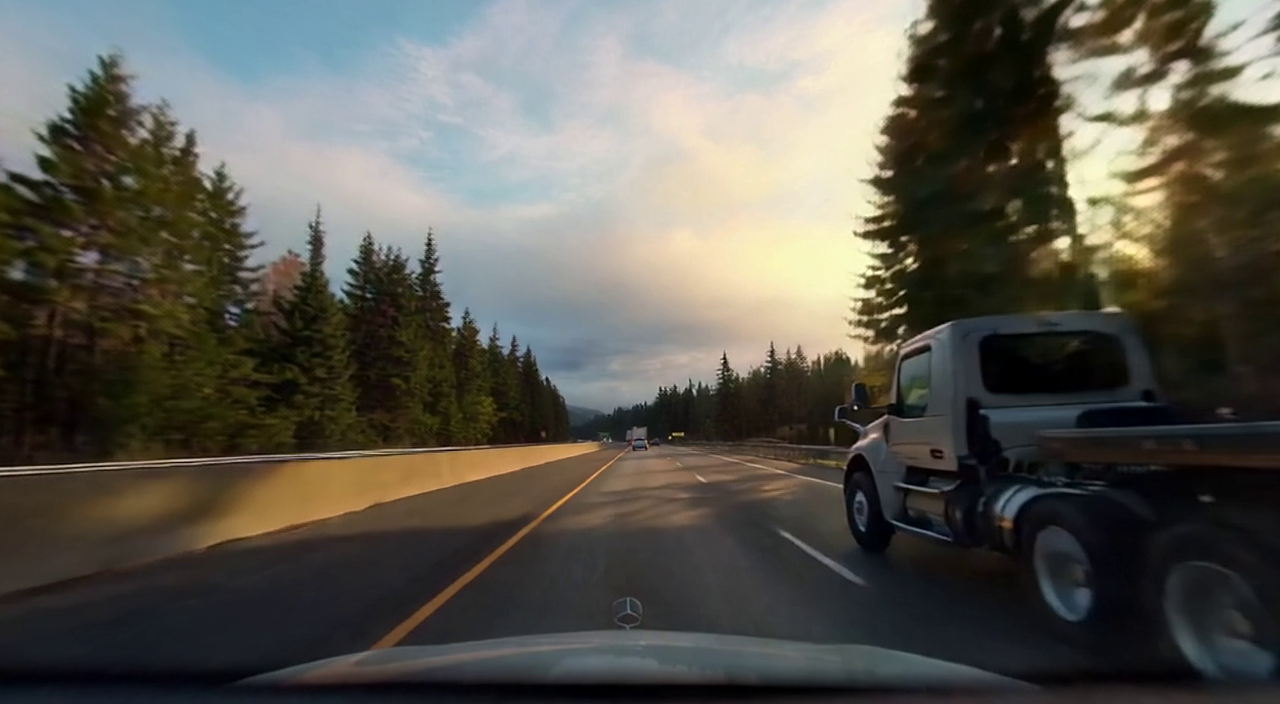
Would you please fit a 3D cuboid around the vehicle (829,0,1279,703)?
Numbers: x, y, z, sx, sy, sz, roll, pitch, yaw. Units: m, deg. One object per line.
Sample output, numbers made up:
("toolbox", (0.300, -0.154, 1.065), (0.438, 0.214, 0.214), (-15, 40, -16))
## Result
("vehicle", (4.249, 0.282, 4.488), (3.013, 3.462, 8.956), (0, -8, 0))
